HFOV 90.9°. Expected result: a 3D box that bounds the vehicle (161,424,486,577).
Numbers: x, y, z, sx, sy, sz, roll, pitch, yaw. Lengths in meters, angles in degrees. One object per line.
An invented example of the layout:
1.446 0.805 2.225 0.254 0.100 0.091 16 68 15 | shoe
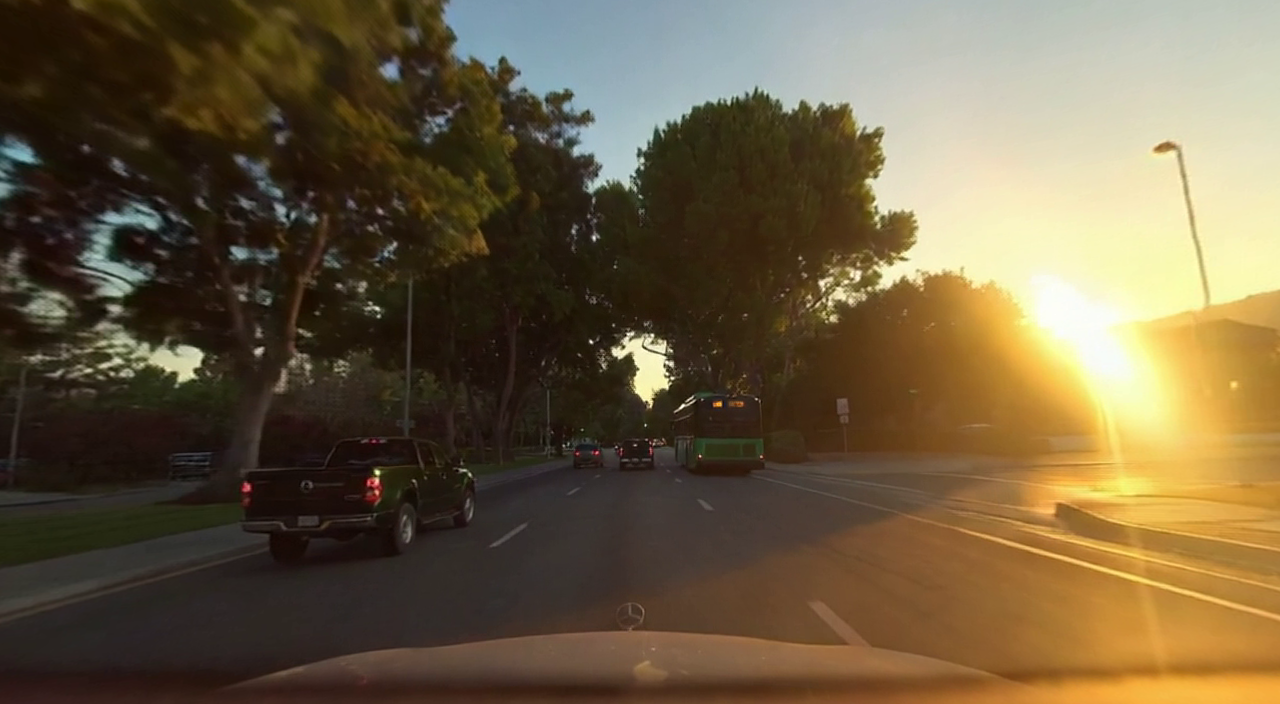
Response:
-3.825 1.874 8.811 2.109 1.543 4.535 -1 -8 1 | vehicle

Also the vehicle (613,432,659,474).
-0.158 4.923 30.885 2.074 1.849 5.137 -1 -8 1 | vehicle

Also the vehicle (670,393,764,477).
3.303 4.170 31.070 3.059 3.264 12.623 -1 -8 0 | vehicle

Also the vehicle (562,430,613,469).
-2.949 5.718 36.955 2.513 2.066 5.820 -1 -8 0 | vehicle

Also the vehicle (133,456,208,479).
-33.831 8.300 45.614 1.745 1.441 4.693 -1 -8 1 | vehicle
